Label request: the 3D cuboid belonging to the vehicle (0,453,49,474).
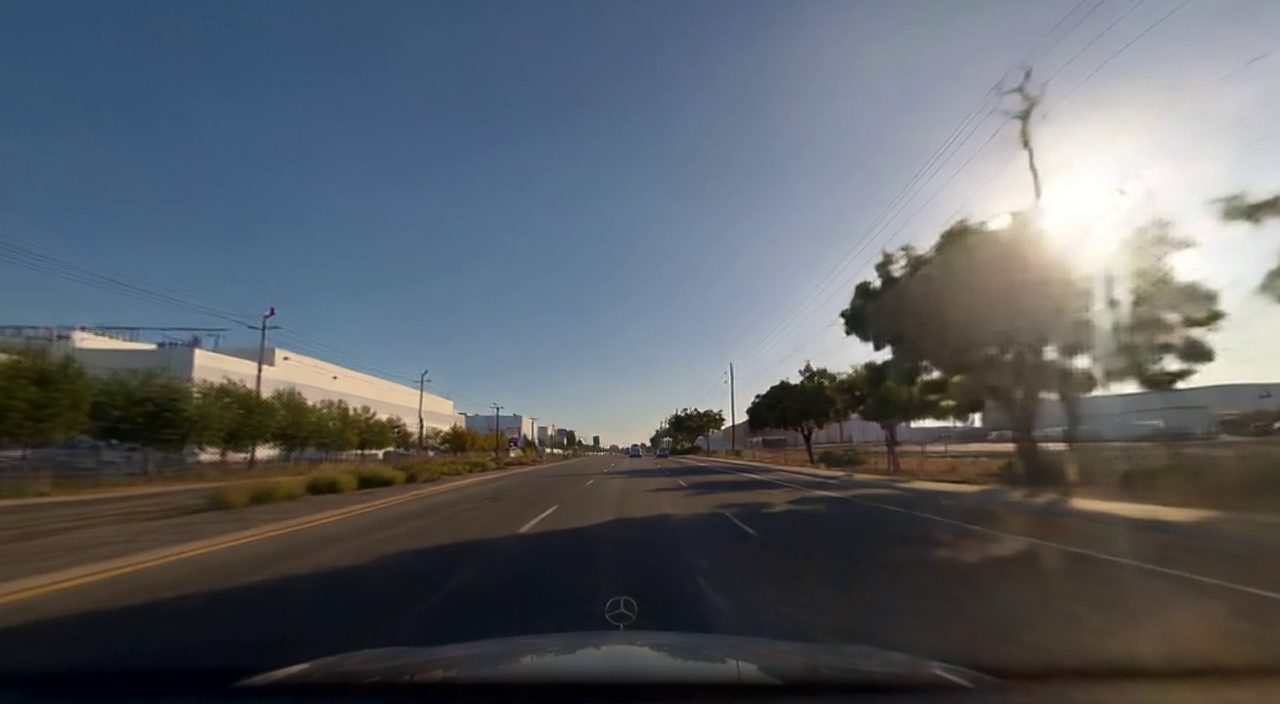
[{"bbox_3d":[-50.101,8.751,49.596,5.134,1.600,2.161,-1,-9,1],"label":"vehicle"}]
